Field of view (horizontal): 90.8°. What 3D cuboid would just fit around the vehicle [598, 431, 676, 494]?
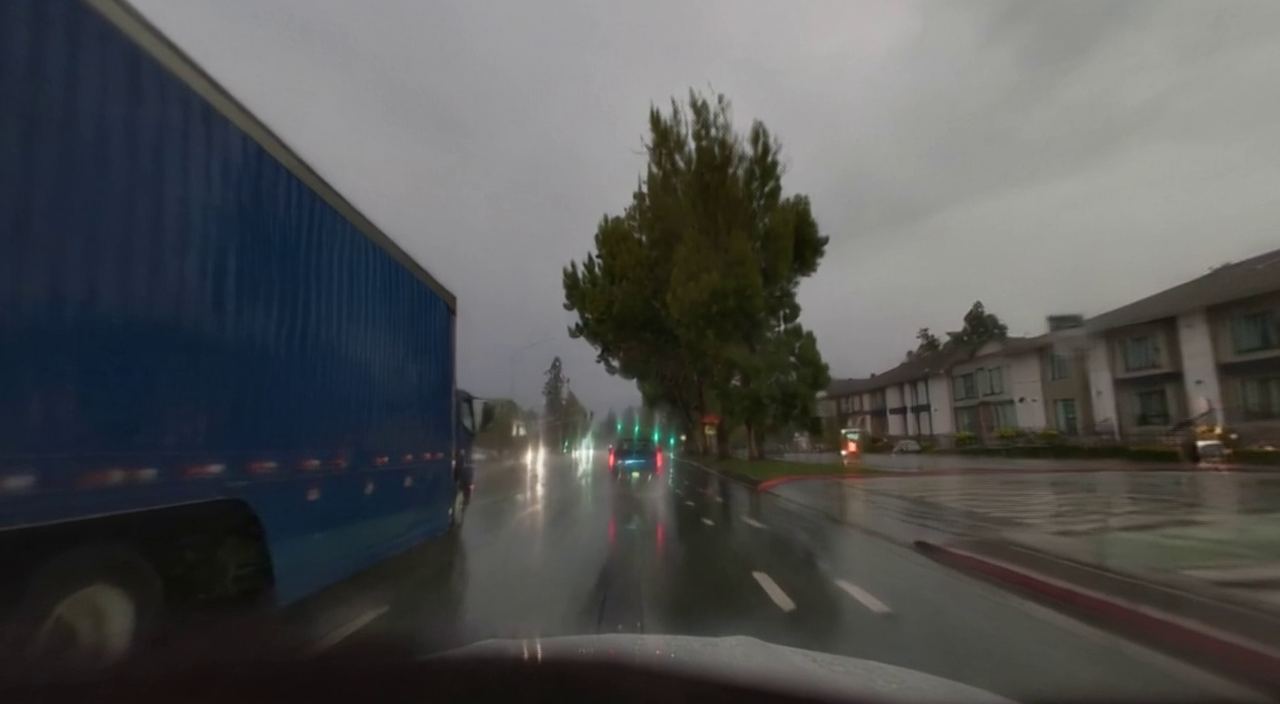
[{"bbox_3d":[-0.120,3.249,18.883,2.094,1.682,3.866,0,-9,-1],"label":"vehicle"}]

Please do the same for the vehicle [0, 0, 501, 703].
[{"bbox_3d":[-3.799,0.029,5.136,2.996,3.902,10.410,0,-9,0],"label":"vehicle"}]
